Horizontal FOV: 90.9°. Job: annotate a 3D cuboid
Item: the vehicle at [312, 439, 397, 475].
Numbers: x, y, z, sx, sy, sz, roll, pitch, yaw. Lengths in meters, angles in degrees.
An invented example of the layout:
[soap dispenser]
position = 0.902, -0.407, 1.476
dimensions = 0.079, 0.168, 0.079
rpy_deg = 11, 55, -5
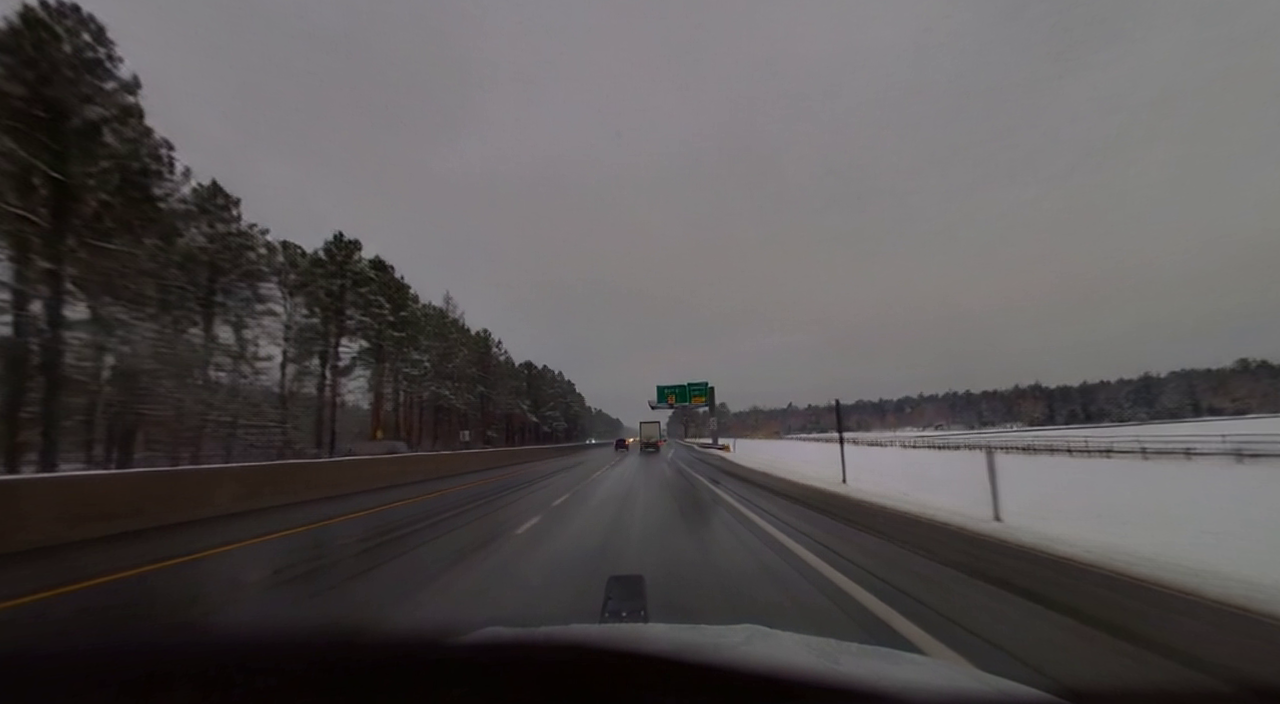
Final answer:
[vehicle]
position = -13.915, 5.130, 31.043
dimensions = 2.090, 1.639, 4.451
rpy_deg = 0, -8, 0
